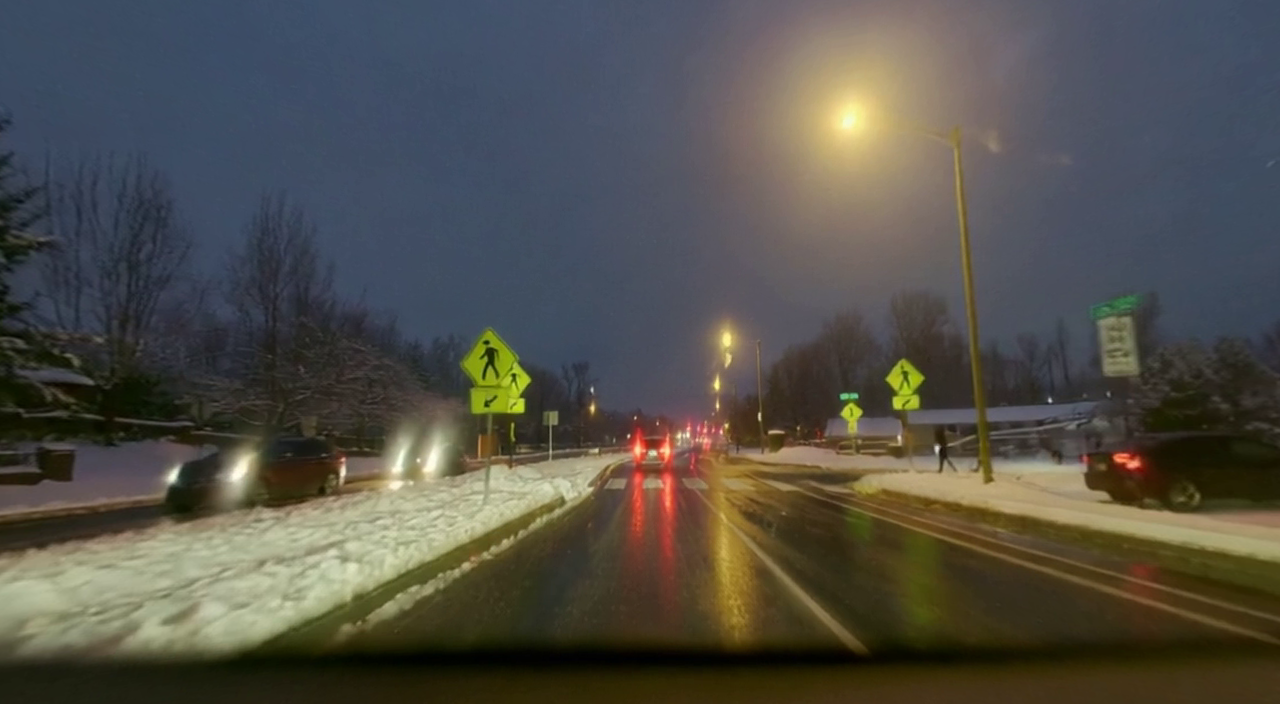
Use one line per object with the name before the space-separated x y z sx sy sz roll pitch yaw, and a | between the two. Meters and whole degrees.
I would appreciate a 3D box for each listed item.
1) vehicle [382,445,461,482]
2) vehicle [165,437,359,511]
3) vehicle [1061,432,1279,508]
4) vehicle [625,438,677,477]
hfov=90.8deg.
vehicle | -10.160 5.210 29.767 2.197 1.606 4.034 -1 -9 2
vehicle | -10.462 3.396 18.174 2.162 1.767 5.368 -1 -9 1
vehicle | 11.918 2.448 13.373 4.627 1.444 1.956 0 -9 -3
vehicle | 0.512 4.734 28.527 2.158 1.600 3.865 -1 -8 2
